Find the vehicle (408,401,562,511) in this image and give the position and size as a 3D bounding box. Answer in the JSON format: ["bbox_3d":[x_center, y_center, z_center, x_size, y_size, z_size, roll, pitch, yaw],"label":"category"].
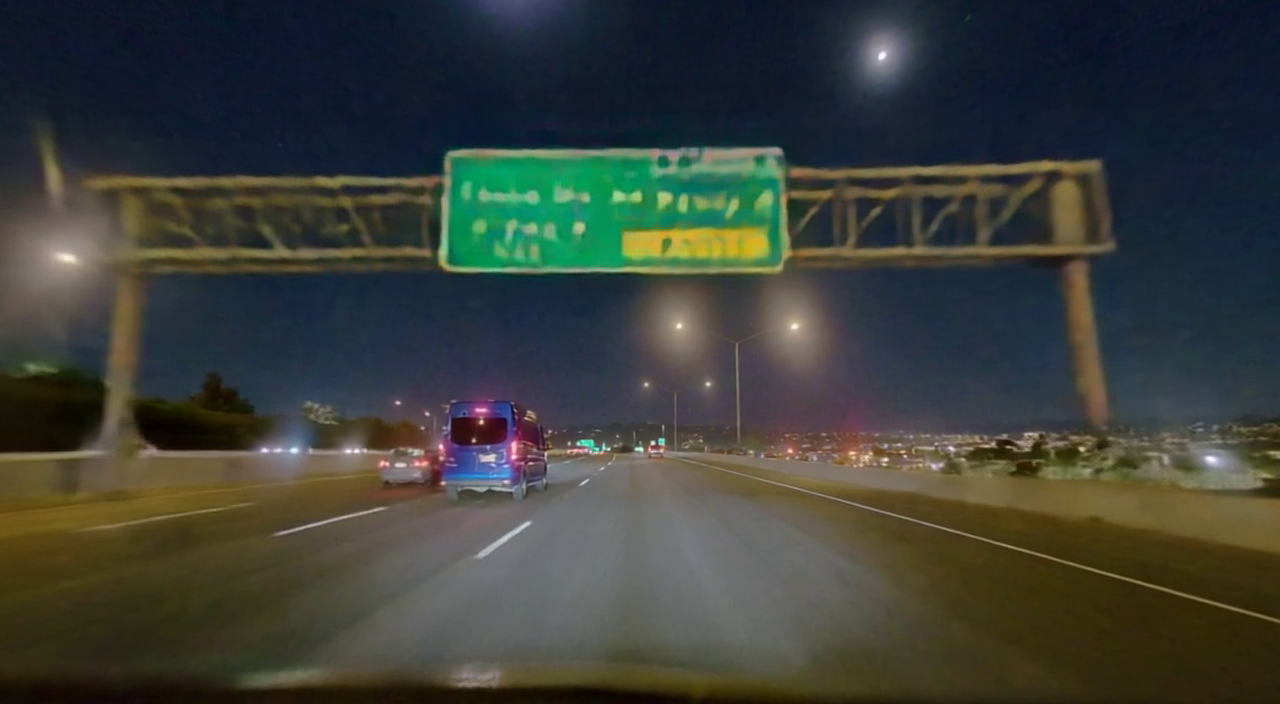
[{"bbox_3d":[-3.517,2.536,15.618,2.372,2.248,5.393,0,-9,1],"label":"vehicle"}]
